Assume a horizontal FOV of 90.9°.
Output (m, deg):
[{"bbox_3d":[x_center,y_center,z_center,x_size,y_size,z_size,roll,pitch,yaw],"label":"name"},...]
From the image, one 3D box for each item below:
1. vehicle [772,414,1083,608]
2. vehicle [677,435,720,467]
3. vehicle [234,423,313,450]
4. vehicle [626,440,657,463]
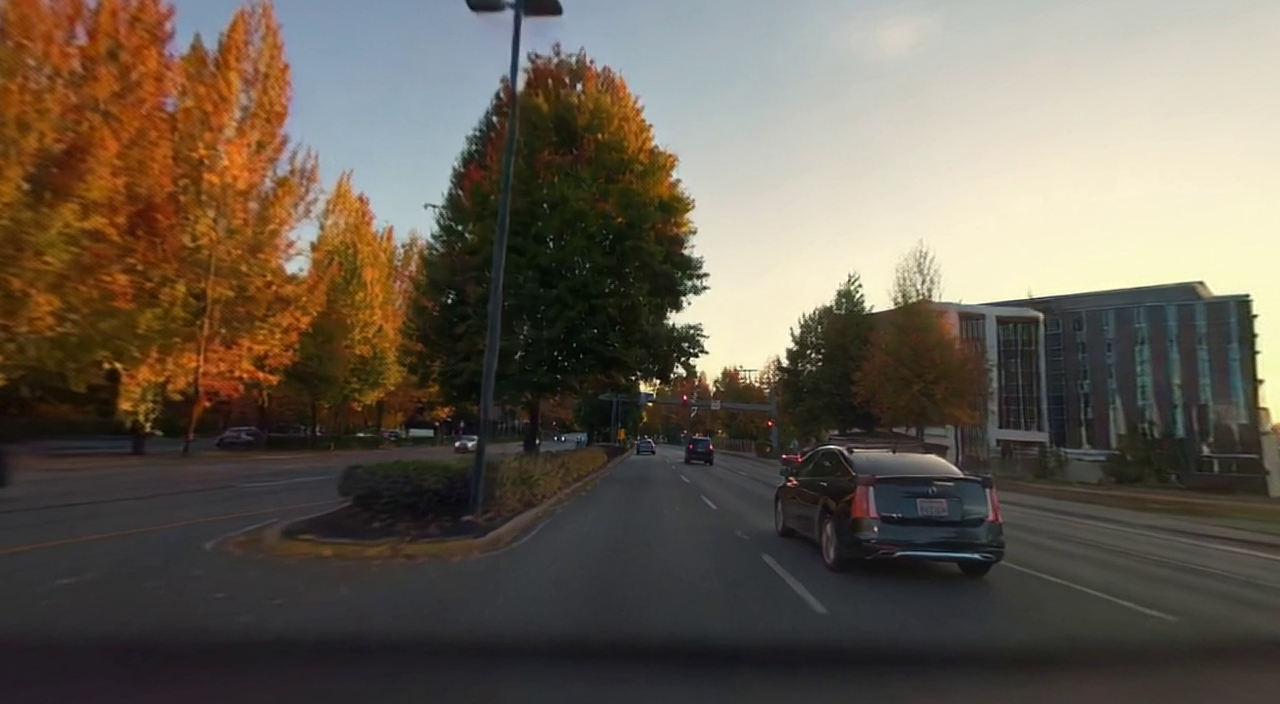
[{"bbox_3d":[2.969,1.696,7.592,1.901,1.634,3.896,2,-8,0],"label":"vehicle"},{"bbox_3d":[3.567,6.104,39.121,2.154,1.844,4.634,0,-8,-1],"label":"vehicle"},{"bbox_3d":[-26.740,6.234,46.253,2.149,1.809,5.973,1,-9,0],"label":"vehicle"},{"bbox_3d":[0.084,6.670,42.459,1.991,1.477,3.814,0,-8,1],"label":"vehicle"}]
